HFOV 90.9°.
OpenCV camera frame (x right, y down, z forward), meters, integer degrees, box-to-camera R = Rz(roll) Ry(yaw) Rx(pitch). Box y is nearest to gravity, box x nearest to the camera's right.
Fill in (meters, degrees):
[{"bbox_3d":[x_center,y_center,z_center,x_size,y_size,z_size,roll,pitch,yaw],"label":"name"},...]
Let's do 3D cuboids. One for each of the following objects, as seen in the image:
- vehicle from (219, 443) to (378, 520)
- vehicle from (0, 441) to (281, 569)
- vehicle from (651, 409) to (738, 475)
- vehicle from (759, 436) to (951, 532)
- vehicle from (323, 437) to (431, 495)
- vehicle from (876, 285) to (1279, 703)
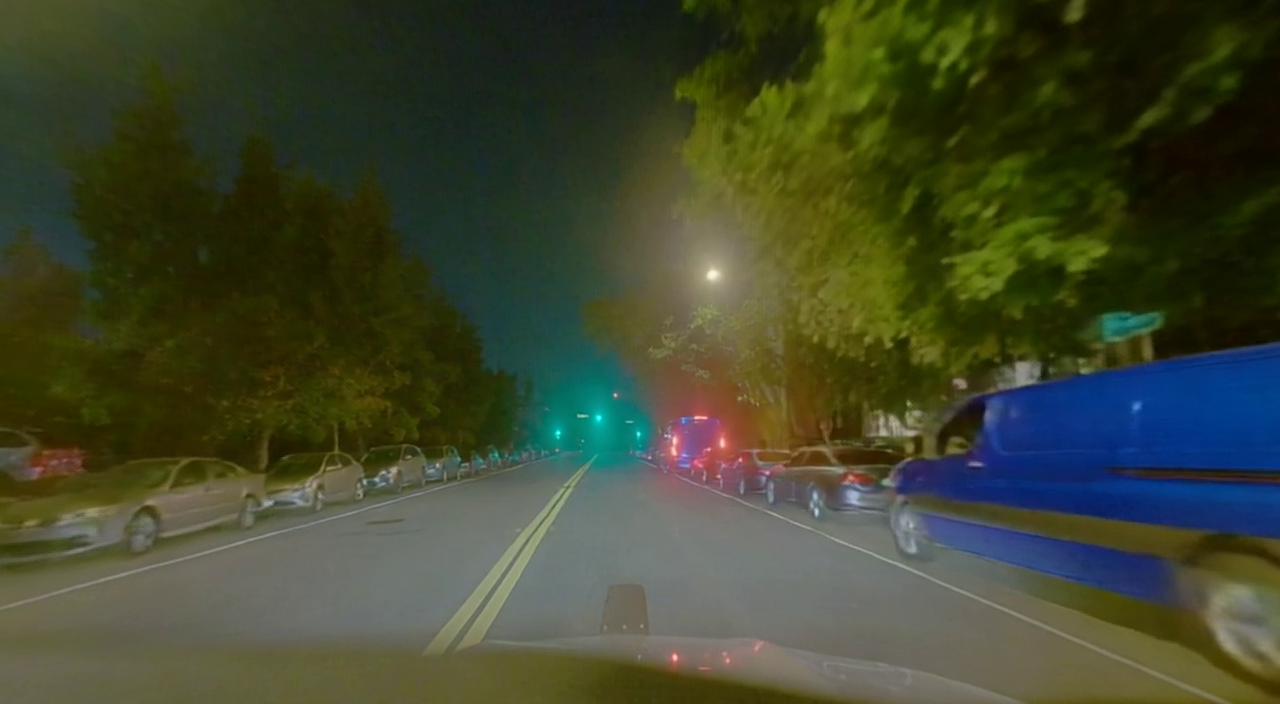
[{"bbox_3d":[-7.814,2.935,14.912,1.775,1.433,4.011,-1,-7,-4],"label":"vehicle"},{"bbox_3d":[-7.580,2.138,9.719,1.950,1.489,4.214,0,-8,-6],"label":"vehicle"},{"bbox_3d":[2.465,4.428,31.142,3.089,2.882,6.770,1,-8,-5],"label":"vehicle"},{"bbox_3d":[3.729,2.334,11.918,1.804,1.453,4.462,1,-8,-4],"label":"vehicle"},{"bbox_3d":[-8.277,3.568,20.294,1.874,1.607,4.174,0,-8,-4],"label":"vehicle"},{"bbox_3d":[4.109,0.914,4.336,2.309,2.035,6.647,0,-8,-1],"label":"vehicle"}]
